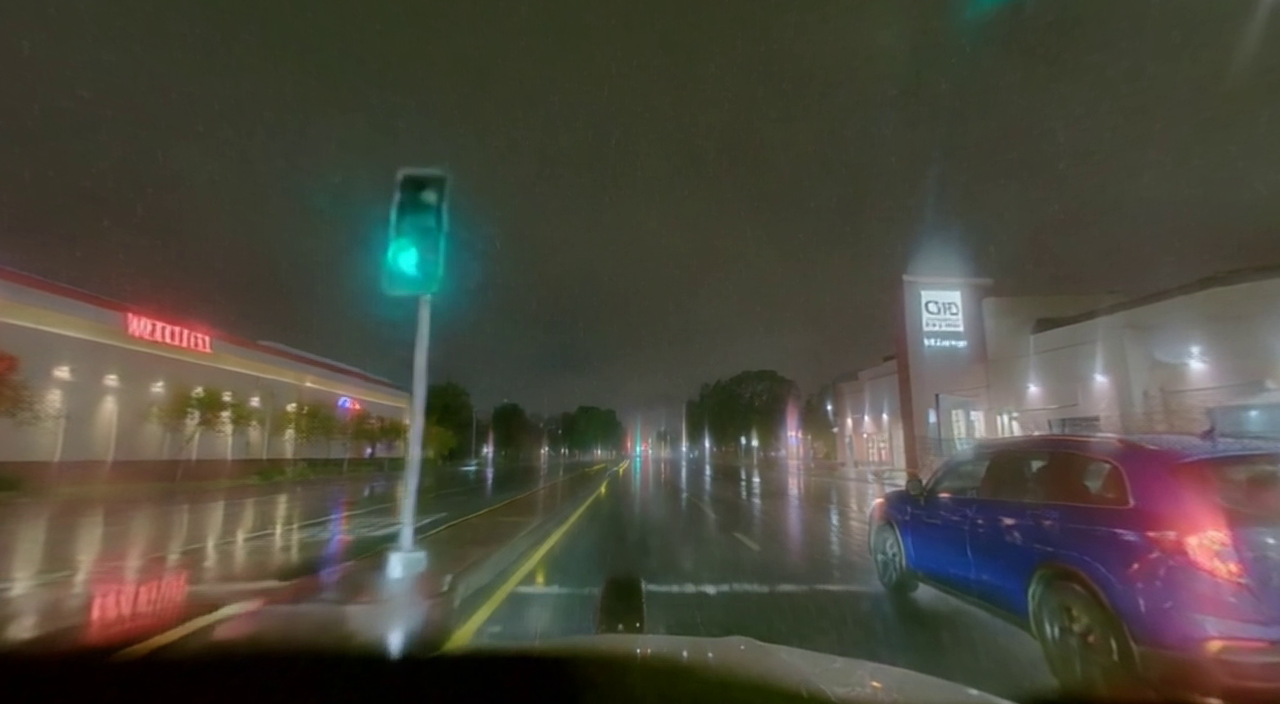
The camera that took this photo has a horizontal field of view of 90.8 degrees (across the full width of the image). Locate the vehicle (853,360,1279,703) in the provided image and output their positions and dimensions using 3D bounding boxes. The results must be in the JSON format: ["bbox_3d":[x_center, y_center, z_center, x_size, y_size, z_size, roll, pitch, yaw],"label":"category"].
[{"bbox_3d":[3.160,1.077,3.657,2.015,1.641,4.995,0,-8,-1],"label":"vehicle"}]
